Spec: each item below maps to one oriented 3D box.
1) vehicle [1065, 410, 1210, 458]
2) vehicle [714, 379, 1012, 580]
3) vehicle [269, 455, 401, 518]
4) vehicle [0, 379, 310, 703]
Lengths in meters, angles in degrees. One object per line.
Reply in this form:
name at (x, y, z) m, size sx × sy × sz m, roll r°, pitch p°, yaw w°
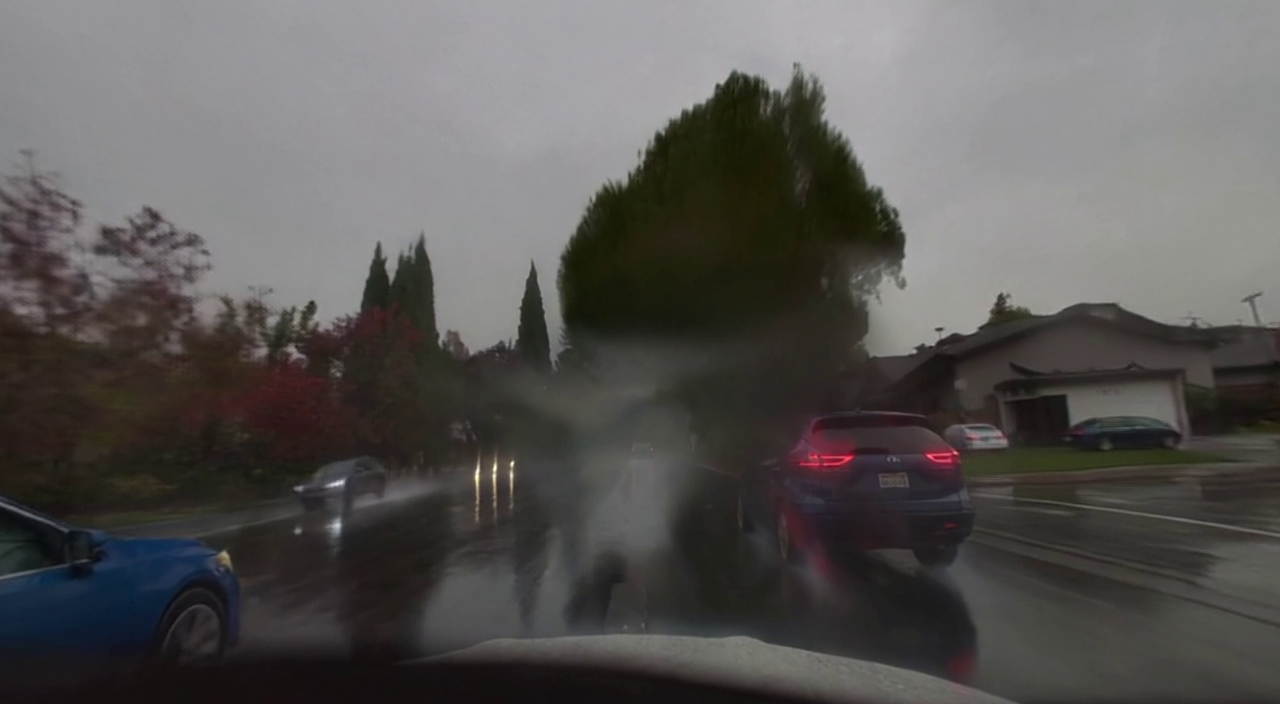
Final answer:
vehicle at (19.741, 3.358, 25.366) m, size 1.984 × 1.740 × 4.601 m, roll 0°, pitch -9°, yaw -1°
vehicle at (2.643, 1.740, 9.408) m, size 2.338 × 2.063 × 5.592 m, roll 0°, pitch -9°, yaw 0°
vehicle at (-9.507, 4.184, 20.091) m, size 2.058 × 1.718 × 4.232 m, roll 0°, pitch -9°, yaw 0°
vehicle at (-3.323, 0.906, 2.026) m, size 2.058 × 1.659 × 4.514 m, roll 0°, pitch -9°, yaw 0°
